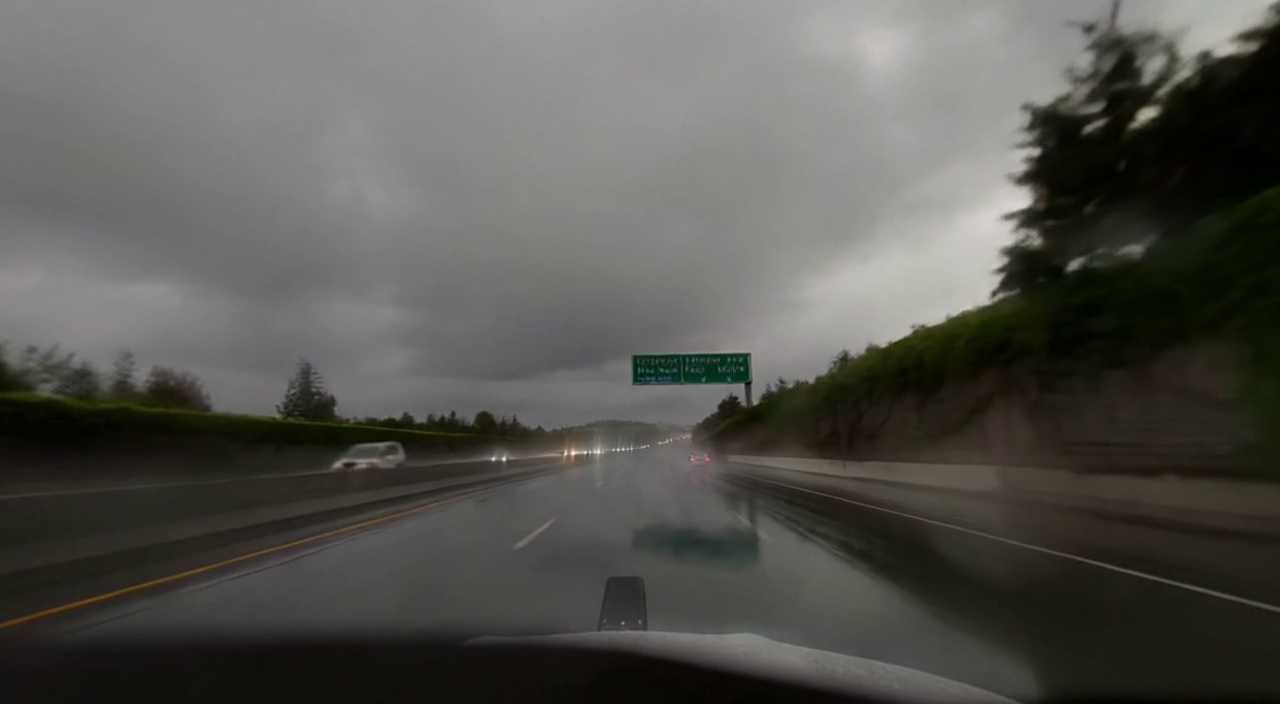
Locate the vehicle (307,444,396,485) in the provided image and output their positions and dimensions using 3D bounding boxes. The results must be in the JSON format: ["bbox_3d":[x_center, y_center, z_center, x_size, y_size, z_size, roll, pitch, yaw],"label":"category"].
[{"bbox_3d":[-13.901,5.443,30.717,1.971,1.813,4.743,0,-9,1],"label":"vehicle"}]

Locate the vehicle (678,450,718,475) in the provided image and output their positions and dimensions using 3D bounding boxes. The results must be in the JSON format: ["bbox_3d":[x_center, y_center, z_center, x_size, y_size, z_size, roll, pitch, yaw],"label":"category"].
[{"bbox_3d":[3.429,6.663,38.126,2.065,1.400,4.028,0,-9,0],"label":"vehicle"}]
